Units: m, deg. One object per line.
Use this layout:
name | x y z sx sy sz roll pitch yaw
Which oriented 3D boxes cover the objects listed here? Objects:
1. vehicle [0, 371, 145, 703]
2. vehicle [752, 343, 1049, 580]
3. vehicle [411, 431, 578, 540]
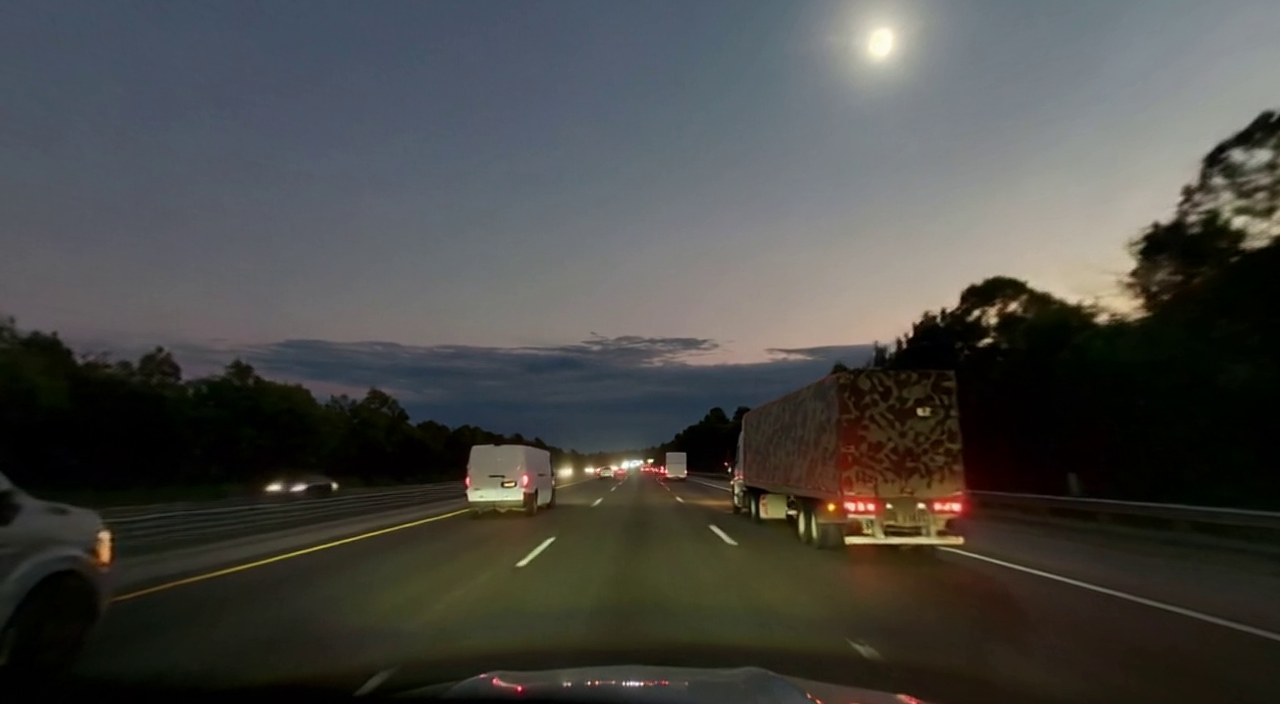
vehicle | -3.844 0.653 1.301 2.124 1.671 4.262 1 -10 -1
vehicle | 3.762 1.839 10.678 2.703 2.988 5.097 1 -11 -1
vehicle | -2.897 2.892 14.067 2.378 1.930 5.086 0 -10 1
